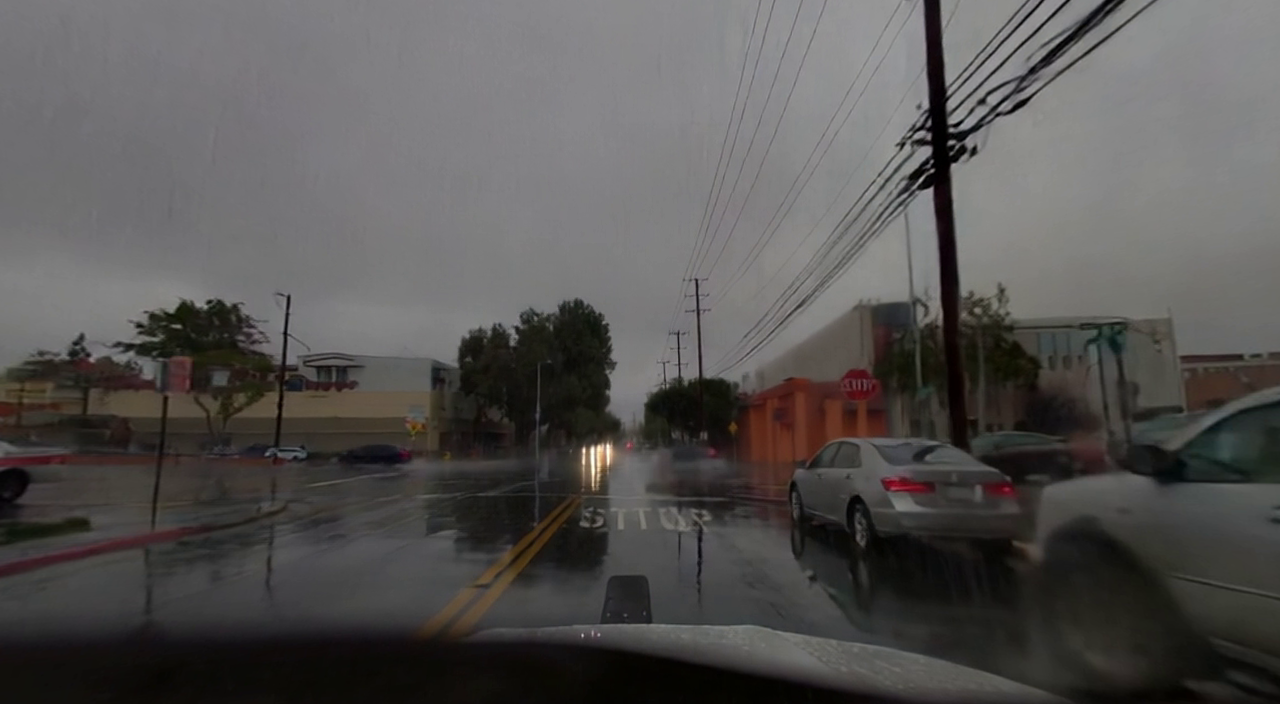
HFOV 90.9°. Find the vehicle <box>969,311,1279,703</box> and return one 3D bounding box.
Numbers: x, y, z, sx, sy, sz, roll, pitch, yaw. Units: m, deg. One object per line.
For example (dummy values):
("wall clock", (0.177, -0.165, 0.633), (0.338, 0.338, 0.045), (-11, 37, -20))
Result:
("vehicle", (3.688, 0.788, 2.400), (2.178, 1.856, 4.756), (3, -7, -3))

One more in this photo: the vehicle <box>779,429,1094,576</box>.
("vehicle", (3.620, 1.916, 8.993), (2.041, 1.495, 4.815), (0, -8, -2))

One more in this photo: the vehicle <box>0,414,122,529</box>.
("vehicle", (-12.284, 1.990, 10.745), (4.787, 1.752, 2.212), (0, -8, -3))

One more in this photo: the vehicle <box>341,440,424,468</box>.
("vehicle", (-17.184, 6.835, 42.292), (4.689, 1.803, 1.958), (0, -8, -2))
